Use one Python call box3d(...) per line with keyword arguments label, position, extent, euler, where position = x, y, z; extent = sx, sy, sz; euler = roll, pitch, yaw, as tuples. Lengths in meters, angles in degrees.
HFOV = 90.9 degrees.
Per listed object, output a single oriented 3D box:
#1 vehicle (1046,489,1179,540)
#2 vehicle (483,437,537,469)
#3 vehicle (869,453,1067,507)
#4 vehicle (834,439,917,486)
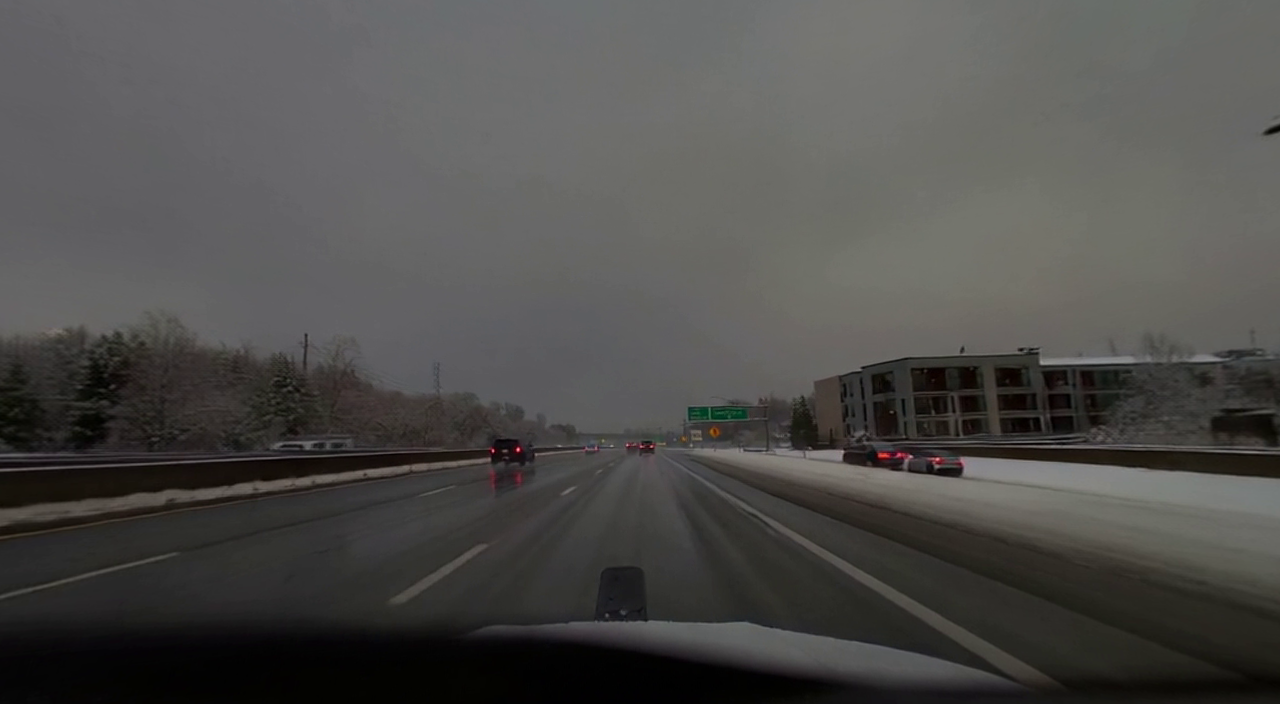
box3d(label="vehicle", position=(19.833, 6.802, 26.737), extent=(1.875, 1.610, 4.265), euler=(1, -8, -10))
box3d(label="vehicle", position=(-7.321, 5.699, 35.913), extent=(2.088, 1.678, 4.426), euler=(0, -8, 1))
box3d(label="vehicle", position=(19.407, 7.697, 39.605), extent=(3.122, 2.437, 15.553), euler=(0, -8, -5))
box3d(label="vehicle", position=(18.293, 8.588, 49.610), extent=(3.007, 3.318, 7.486), euler=(1, -8, -5))
